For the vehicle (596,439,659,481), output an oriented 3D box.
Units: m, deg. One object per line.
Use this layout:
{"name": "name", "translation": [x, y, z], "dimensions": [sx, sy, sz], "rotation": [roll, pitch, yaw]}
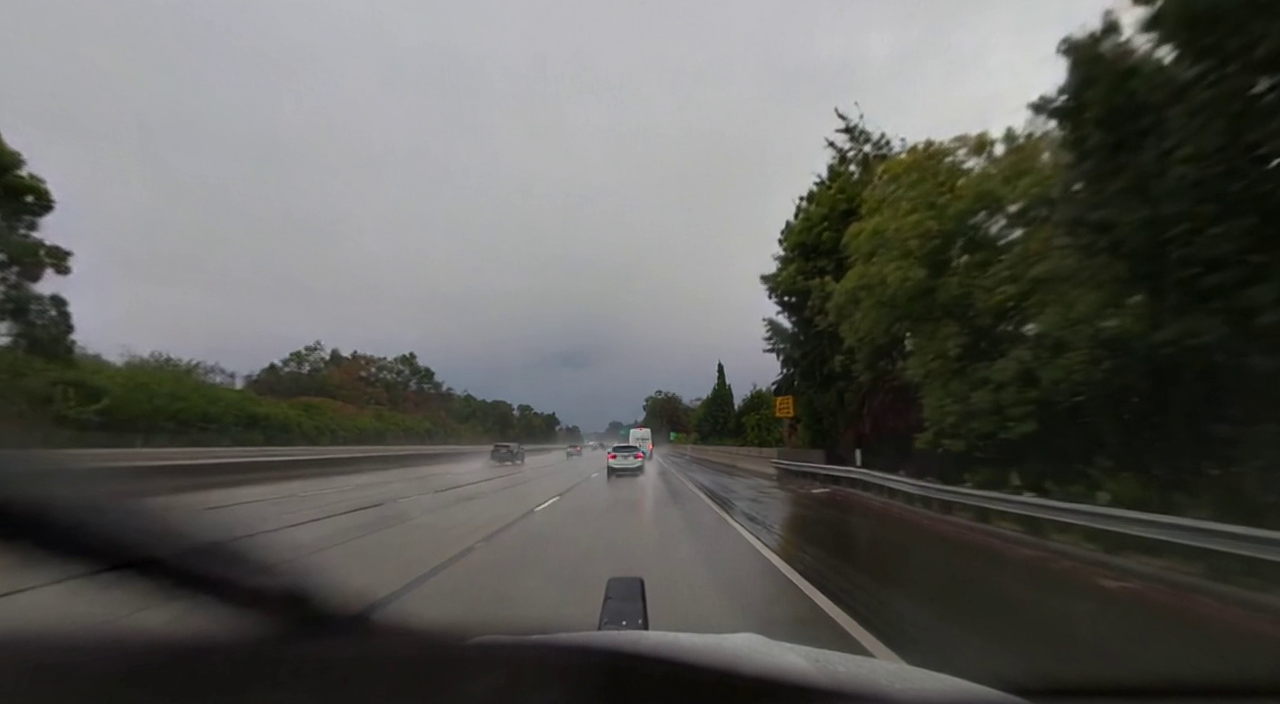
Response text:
{"name": "vehicle", "translation": [-0.428, 4.105, 24.241], "dimensions": [2.238, 1.479, 3.672], "rotation": [0, -9, 0]}
